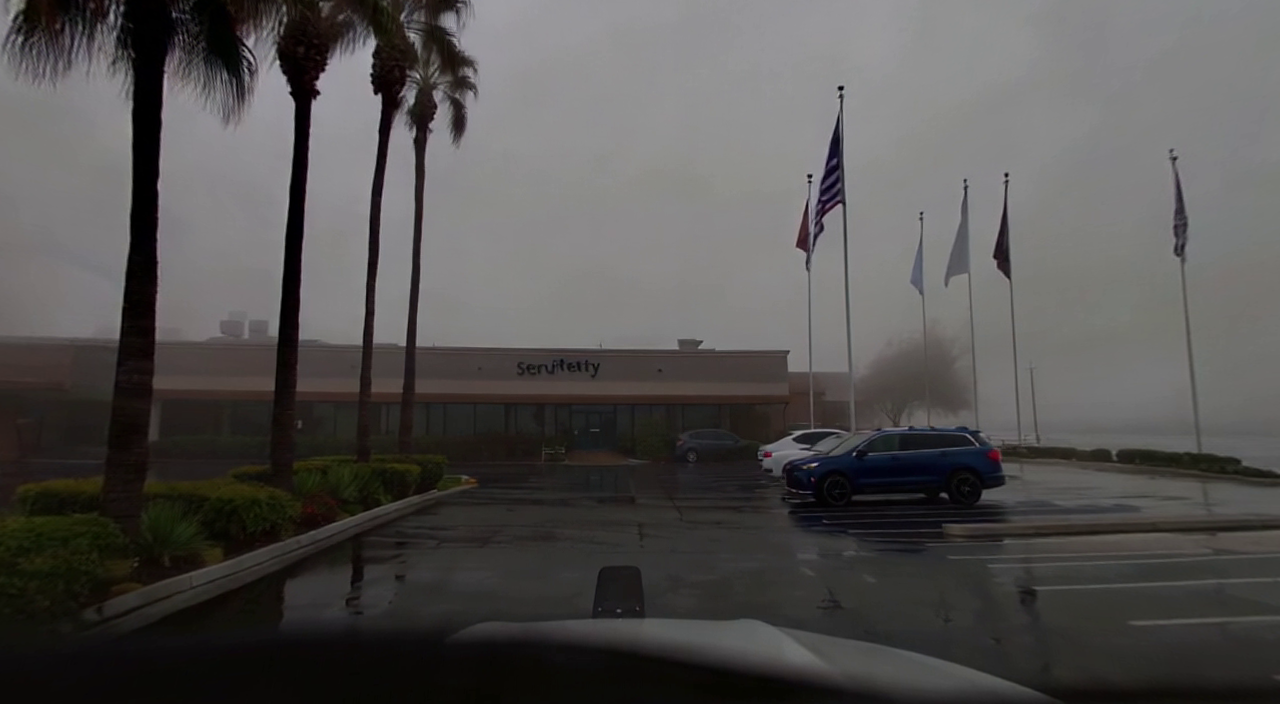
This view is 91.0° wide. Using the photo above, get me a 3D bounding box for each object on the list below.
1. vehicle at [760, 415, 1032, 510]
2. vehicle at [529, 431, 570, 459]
[{"bbox_3d":[4.878,2.176,12.566,4.567,1.723,1.926,0,-8,0],"label":"vehicle"},{"bbox_3d":[-6.629,6.821,46.323,1.943,1.890,4.472,-3,-8,5],"label":"vehicle"}]
